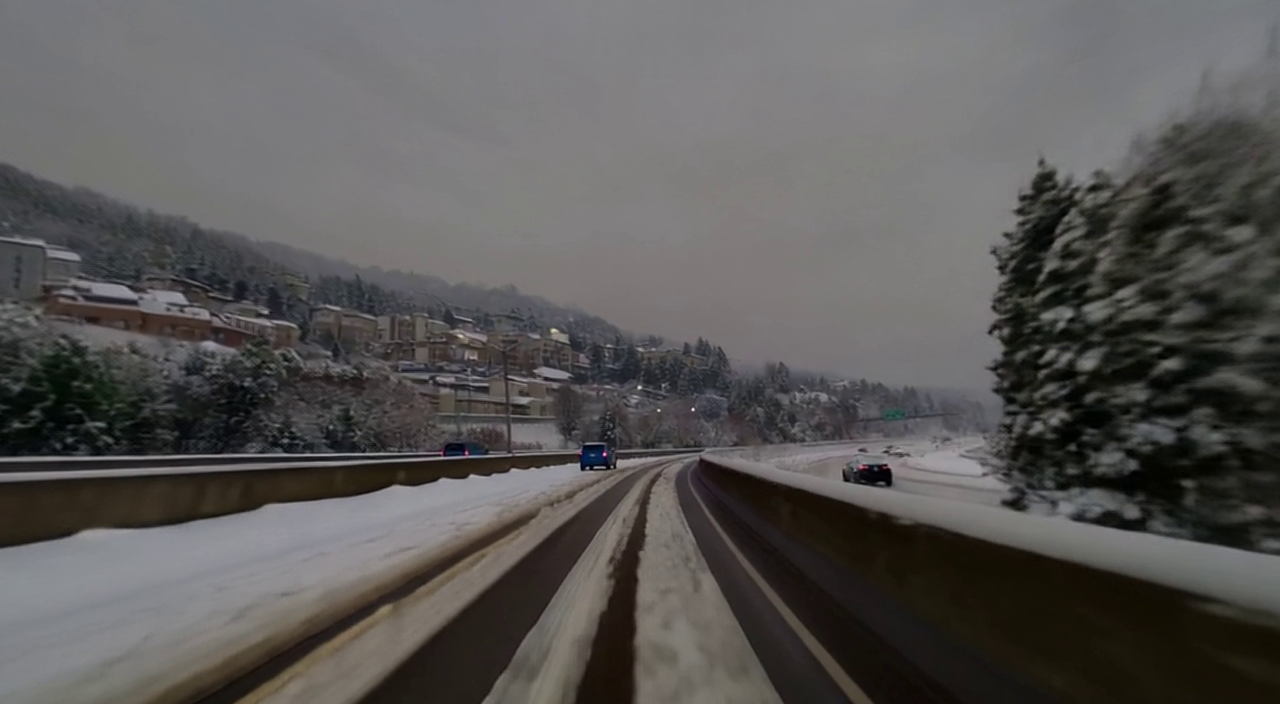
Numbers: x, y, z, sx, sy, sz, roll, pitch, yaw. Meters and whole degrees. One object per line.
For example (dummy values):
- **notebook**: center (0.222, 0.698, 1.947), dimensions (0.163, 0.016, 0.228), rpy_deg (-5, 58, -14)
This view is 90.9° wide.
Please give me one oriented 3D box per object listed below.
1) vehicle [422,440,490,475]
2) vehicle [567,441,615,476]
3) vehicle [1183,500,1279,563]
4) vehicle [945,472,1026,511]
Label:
- **vehicle**: center (-9.820, 5.648, 34.081), dimensions (2.039, 1.746, 4.528), rpy_deg (-1, -8, 4)
- **vehicle**: center (-2.601, 5.788, 34.452), dimensions (2.028, 1.782, 4.150), rpy_deg (-1, -8, 4)
- **vehicle**: center (20.003, 5.671, 19.964), dimensions (1.786, 1.559, 4.496), rpy_deg (-1, -8, 3)
- **vehicle**: center (25.579, 10.311, 47.065), dimensions (2.775, 2.408, 6.139), rpy_deg (-1, -8, 3)
